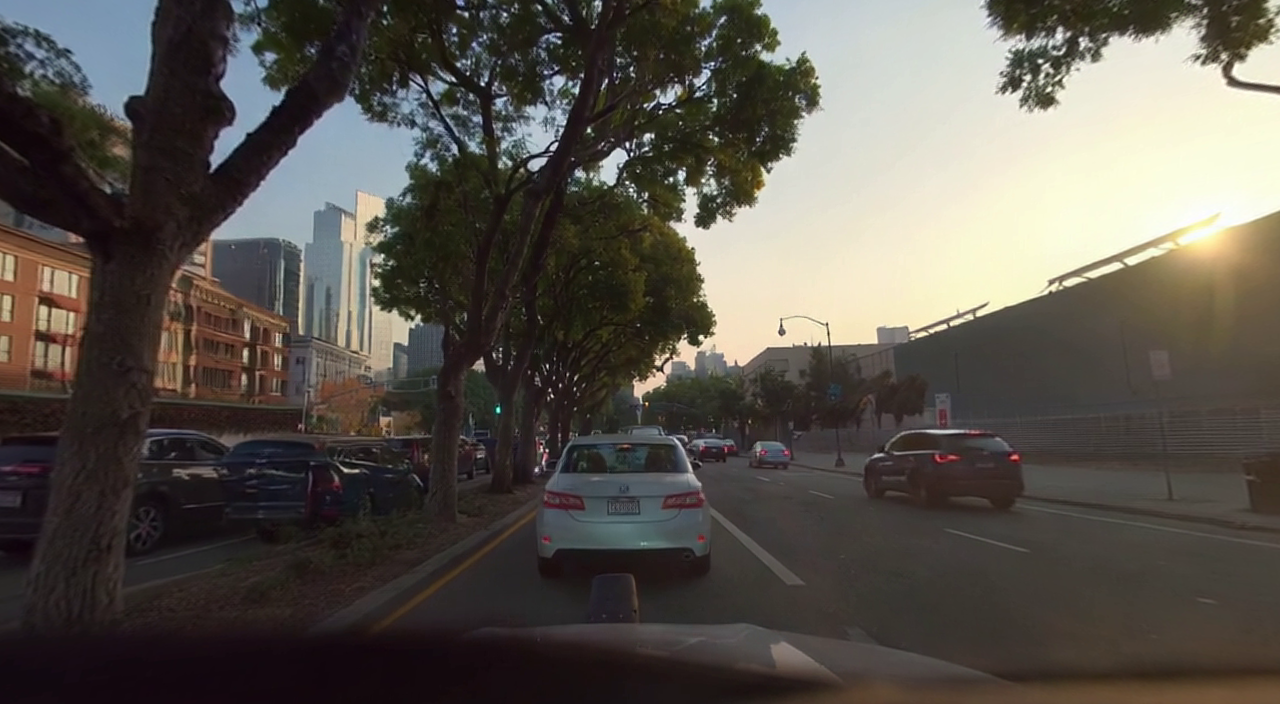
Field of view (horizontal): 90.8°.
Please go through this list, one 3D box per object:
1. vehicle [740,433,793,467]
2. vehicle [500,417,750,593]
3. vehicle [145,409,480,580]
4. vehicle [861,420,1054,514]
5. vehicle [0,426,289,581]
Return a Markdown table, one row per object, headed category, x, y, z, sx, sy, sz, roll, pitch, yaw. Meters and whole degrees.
| category | x | y | z | sx | sy | sz | roll | pitch | yaw |
| --- | --- | --- | --- | --- | --- | --- | --- | --- | --- |
| vehicle | 6.651 | 5.234 | 33.692 | 1.889 | 1.681 | 4.120 | 0 | -9 | -1 |
| vehicle | -0.166 | 1.641 | 7.642 | 2.161 | 1.501 | 4.184 | 0 | -9 | -1 |
| vehicle | -3.706 | 1.697 | 8.307 | 2.009 | 1.619 | 4.376 | 0 | -9 | 1 |
| vehicle | 6.326 | 2.342 | 13.234 | 1.895 | 1.633 | 4.030 | 0 | -9 | 0 |
| vehicle | -6.952 | 1.818 | 8.468 | 1.860 | 1.491 | 4.586 | 0 | -9 | 0 |
